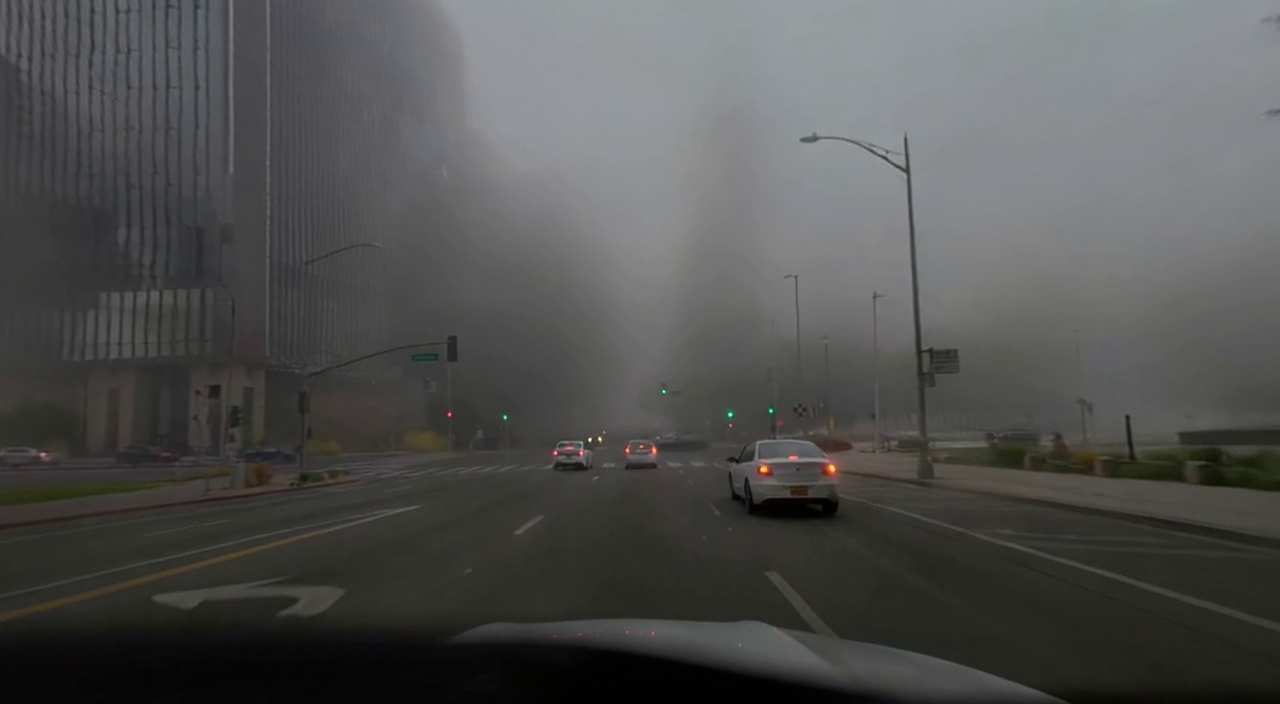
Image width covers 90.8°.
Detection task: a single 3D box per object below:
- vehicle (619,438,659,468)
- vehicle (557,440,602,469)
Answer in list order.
[{"bbox_3d":[-0.032,5.380,33.779,2.016,1.478,3.795,0,-8,0],"label":"vehicle"},{"bbox_3d":[-3.247,5.611,34.865,1.995,1.479,4.627,0,-8,0],"label":"vehicle"}]
